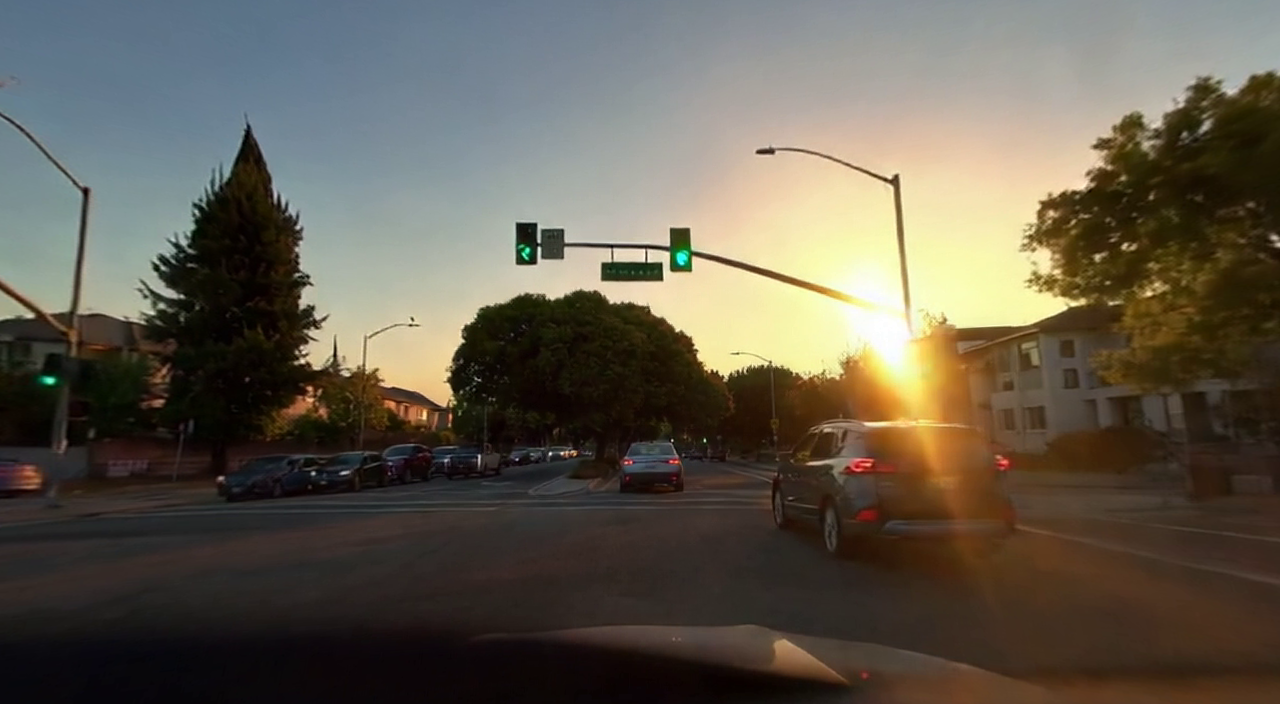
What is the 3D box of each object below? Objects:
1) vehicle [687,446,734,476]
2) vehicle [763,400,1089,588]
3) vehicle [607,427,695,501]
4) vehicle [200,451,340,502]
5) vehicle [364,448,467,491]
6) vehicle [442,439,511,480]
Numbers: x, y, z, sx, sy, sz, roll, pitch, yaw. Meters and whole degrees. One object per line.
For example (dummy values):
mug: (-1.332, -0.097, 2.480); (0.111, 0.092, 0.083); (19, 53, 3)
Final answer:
vehicle: (3.844, 6.043, 35.277); (2.096, 1.489, 4.757); (0, -8, 0)
vehicle: (3.201, 1.692, 8.347); (2.166, 1.799, 4.372); (0, -8, -1)
vehicle: (0.294, 3.134, 18.074); (2.185, 1.822, 4.391); (0, -8, 1)
vehicle: (-12.208, 4.096, 21.233); (1.959, 1.450, 4.487); (0, -8, 0)
vehicle: (-8.237, 4.339, 23.710); (2.083, 1.420, 4.702); (0, -8, 1)
vehicle: (-8.352, 5.493, 32.664); (2.182, 1.939, 4.889); (0, -8, 1)
